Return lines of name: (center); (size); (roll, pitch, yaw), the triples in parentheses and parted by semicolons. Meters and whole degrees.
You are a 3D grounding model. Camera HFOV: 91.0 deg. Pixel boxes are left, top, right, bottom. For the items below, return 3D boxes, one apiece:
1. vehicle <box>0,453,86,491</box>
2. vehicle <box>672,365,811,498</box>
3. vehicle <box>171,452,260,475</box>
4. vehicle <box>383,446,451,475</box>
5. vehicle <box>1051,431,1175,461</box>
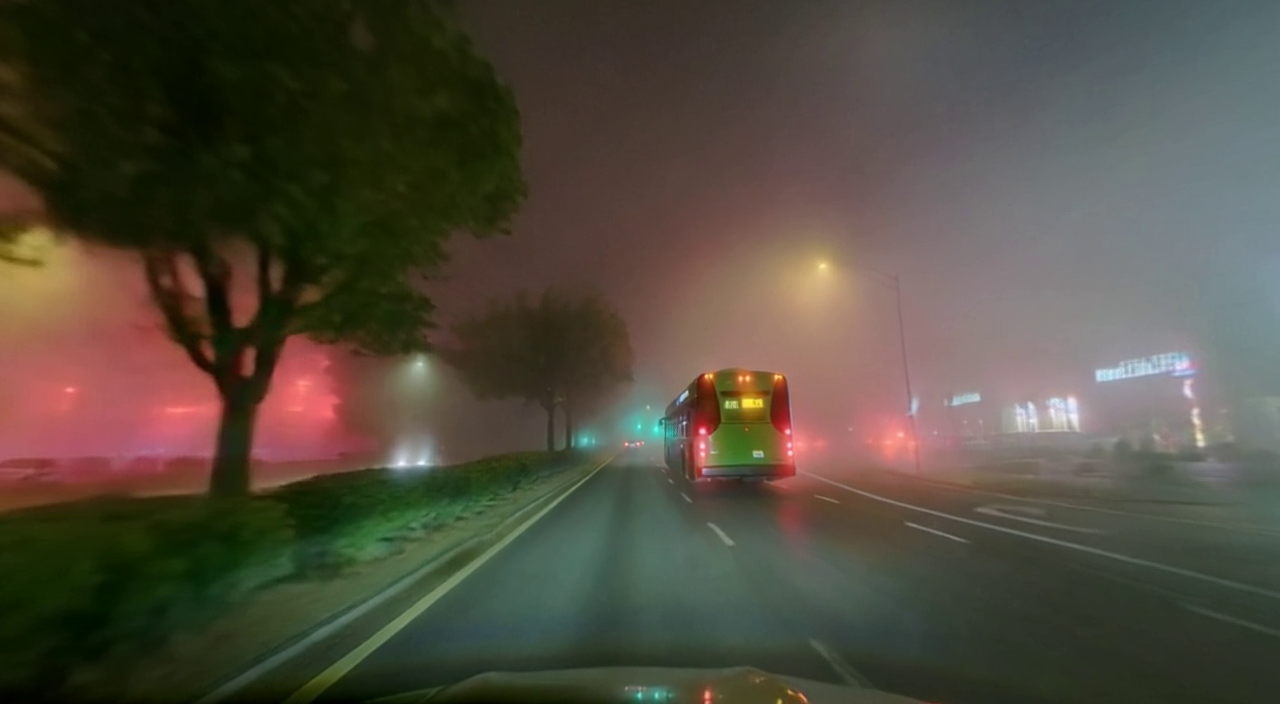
vehicle: (-31.894, 6.156, 32.465); (2.119, 1.714, 4.993); (-3, -8, 0)
vehicle: (2.755, 2.650, 20.395); (2.766, 3.306, 9.281); (0, -8, -1)
vehicle: (-31.868, 8.319, 47.359); (1.983, 1.531, 5.126); (-8, -11, 43)
vehicle: (-12.406, 6.033, 35.374); (2.081, 1.492, 4.668); (0, -8, 1)
vehicle: (23.962, 4.764, 32.019); (4.659, 1.434, 1.900); (-1, -8, 2)
